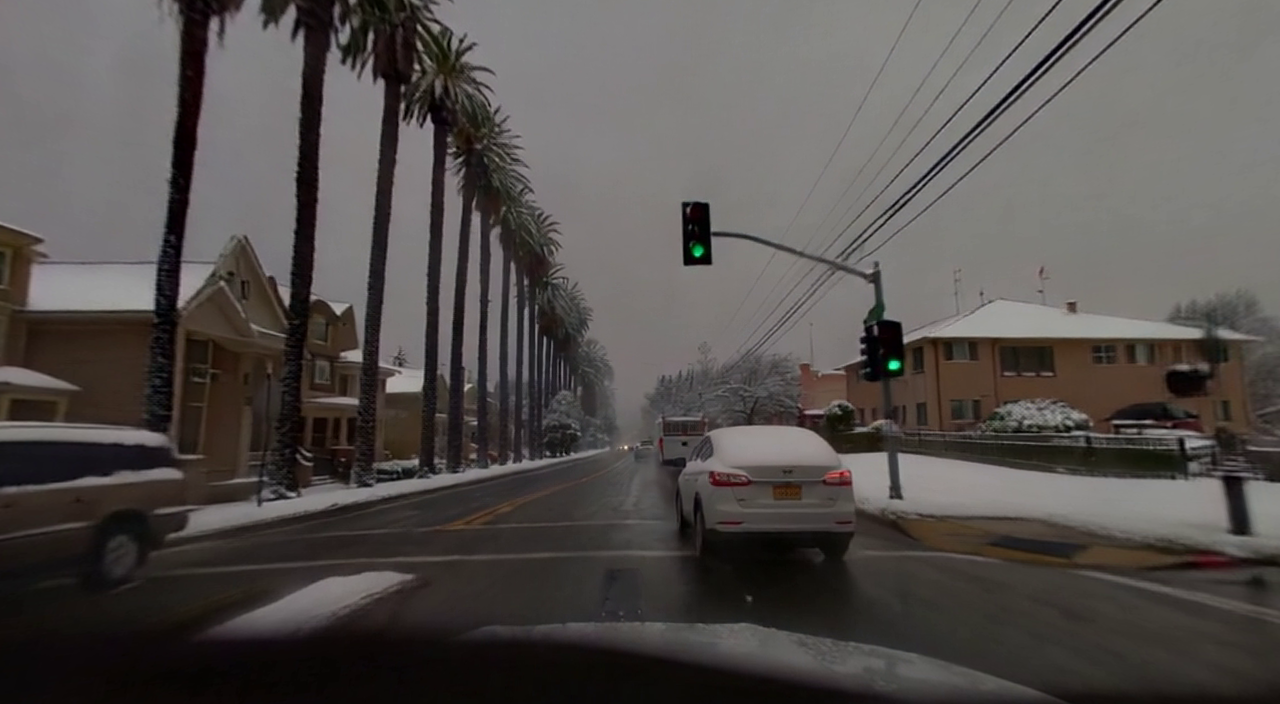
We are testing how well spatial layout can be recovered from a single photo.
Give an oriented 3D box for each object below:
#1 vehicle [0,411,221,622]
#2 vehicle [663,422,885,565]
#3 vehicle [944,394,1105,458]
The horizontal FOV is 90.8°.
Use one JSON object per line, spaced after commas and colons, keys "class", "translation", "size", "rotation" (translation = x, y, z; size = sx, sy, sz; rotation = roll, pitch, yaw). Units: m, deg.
{"class": "vehicle", "translation": [-6.594, 1.522, 5.967], "size": [2.069, 1.820, 4.388], "rotation": [-3, -6, 5]}
{"class": "vehicle", "translation": [1.555, 1.899, 9.263], "size": [2.096, 1.552, 4.519], "rotation": [0, -9, -2]}
{"class": "vehicle", "translation": [17.671, 3.436, 29.269], "size": [5.880, 2.540, 2.003], "rotation": [-3, -6, 2]}
